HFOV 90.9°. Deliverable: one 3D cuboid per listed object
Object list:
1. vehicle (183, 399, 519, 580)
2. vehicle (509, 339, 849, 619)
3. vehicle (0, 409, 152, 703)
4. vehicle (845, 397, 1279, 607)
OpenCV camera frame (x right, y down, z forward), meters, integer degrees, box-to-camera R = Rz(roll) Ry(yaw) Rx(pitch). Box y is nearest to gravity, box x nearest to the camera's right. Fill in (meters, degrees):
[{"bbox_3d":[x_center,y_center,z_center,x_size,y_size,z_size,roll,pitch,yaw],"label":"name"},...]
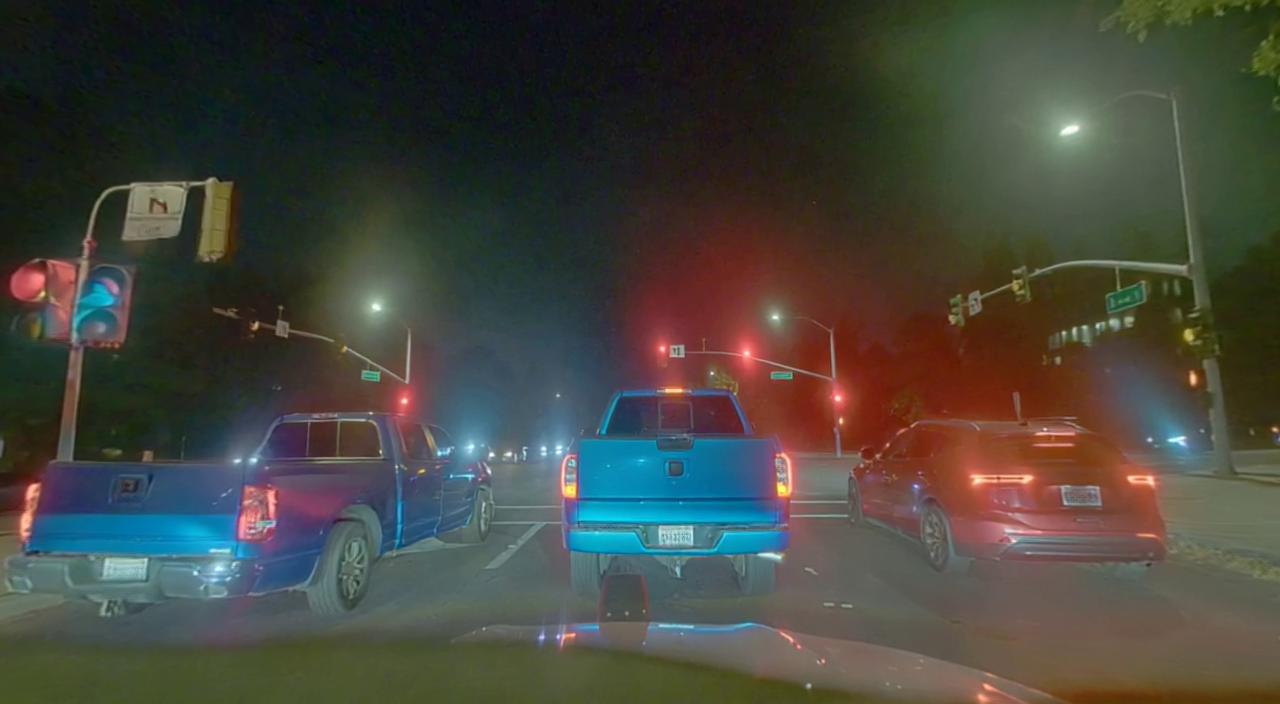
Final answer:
[{"bbox_3d":[-3.290,1.689,8.571,2.125,1.739,4.707,0,-8,3],"label":"vehicle"},{"bbox_3d":[0.330,1.277,7.154,2.505,2.084,4.768,0,-8,1],"label":"vehicle"},{"bbox_3d":[-3.391,0.709,0.656,1.998,1.481,4.656,0,-8,1],"label":"vehicle"},{"bbox_3d":[4.051,1.500,7.181,1.984,1.659,4.226,0,-8,0],"label":"vehicle"}]
